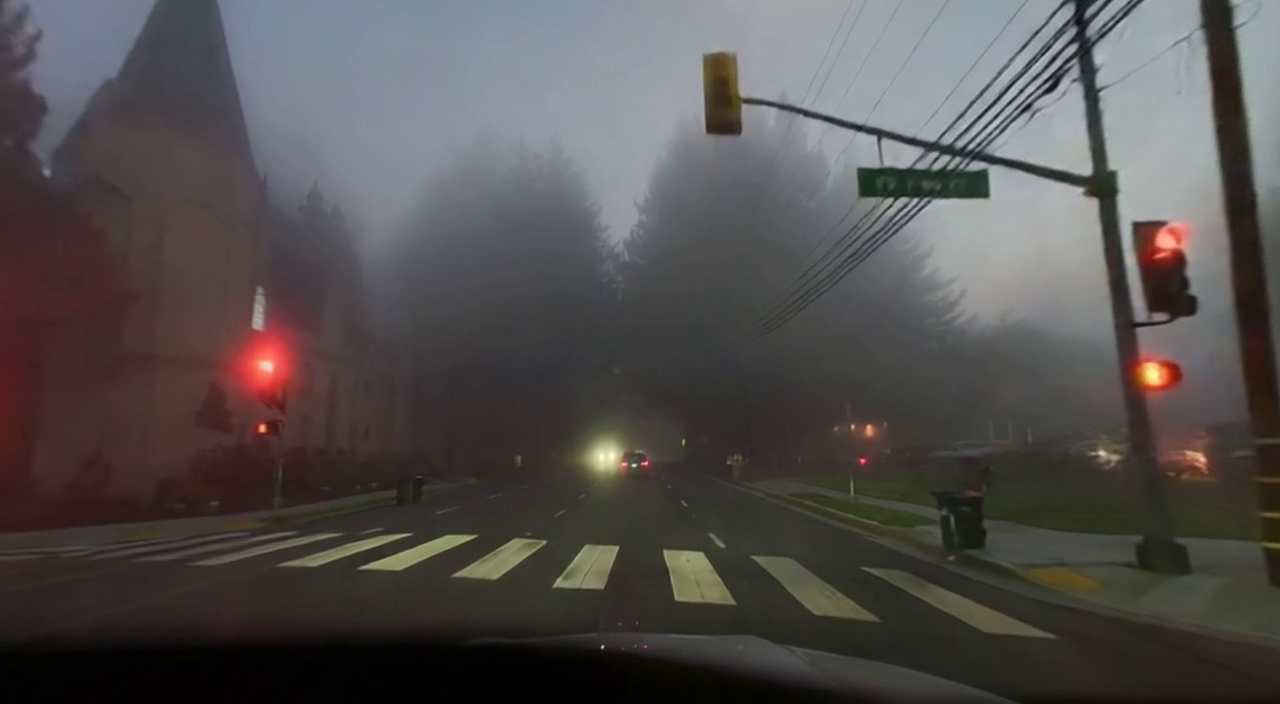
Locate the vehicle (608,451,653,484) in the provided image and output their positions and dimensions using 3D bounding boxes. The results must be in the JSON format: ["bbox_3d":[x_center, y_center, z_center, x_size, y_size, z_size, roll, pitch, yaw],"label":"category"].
[{"bbox_3d":[-0.453,5.732,31.417,2.093,1.497,4.010,0,-9,-1],"label":"vehicle"}]
